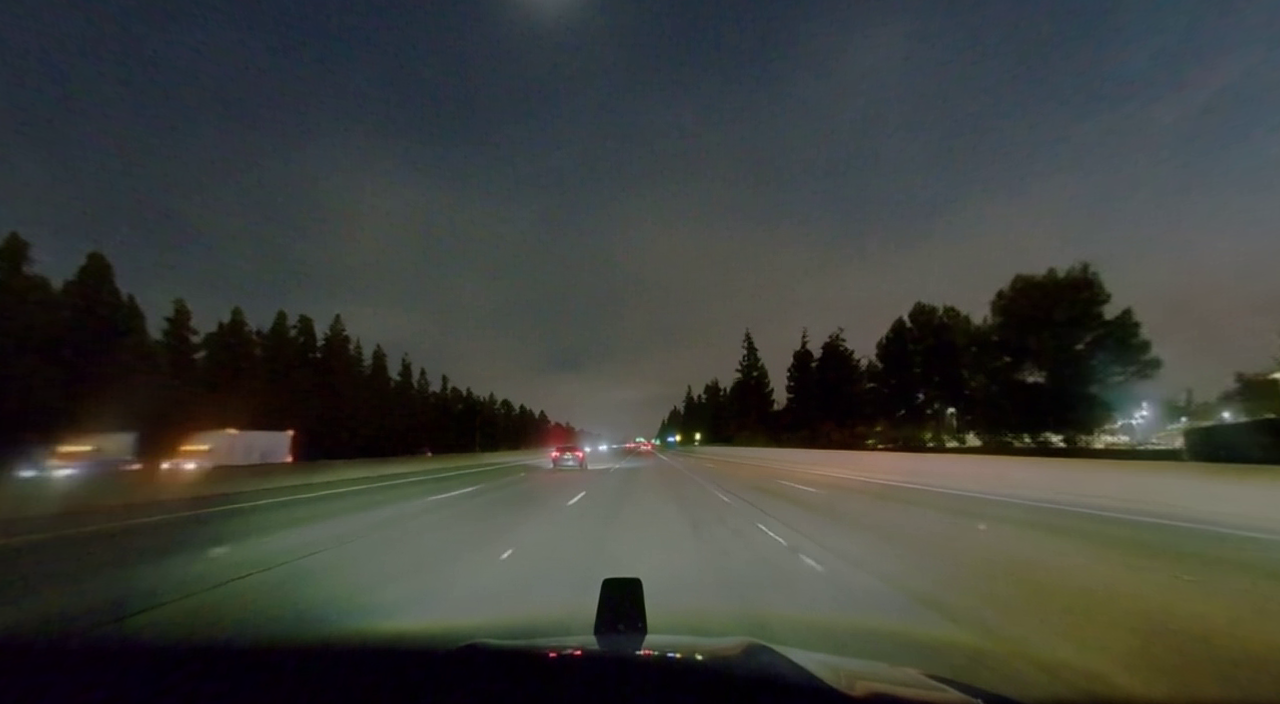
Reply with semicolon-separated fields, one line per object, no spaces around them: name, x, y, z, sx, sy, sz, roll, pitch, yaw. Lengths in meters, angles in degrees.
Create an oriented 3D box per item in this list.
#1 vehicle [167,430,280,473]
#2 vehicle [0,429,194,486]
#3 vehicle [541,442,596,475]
vehicle;-31.718;7.654;48.639;2.802;2.979;8.523;0;-8;1
vehicle;-31.752;6.199;37.690;2.984;2.941;9.677;0;-8;1
vehicle;-3.388;5.163;30.793;2.128;1.450;4.078;0;-8;1
